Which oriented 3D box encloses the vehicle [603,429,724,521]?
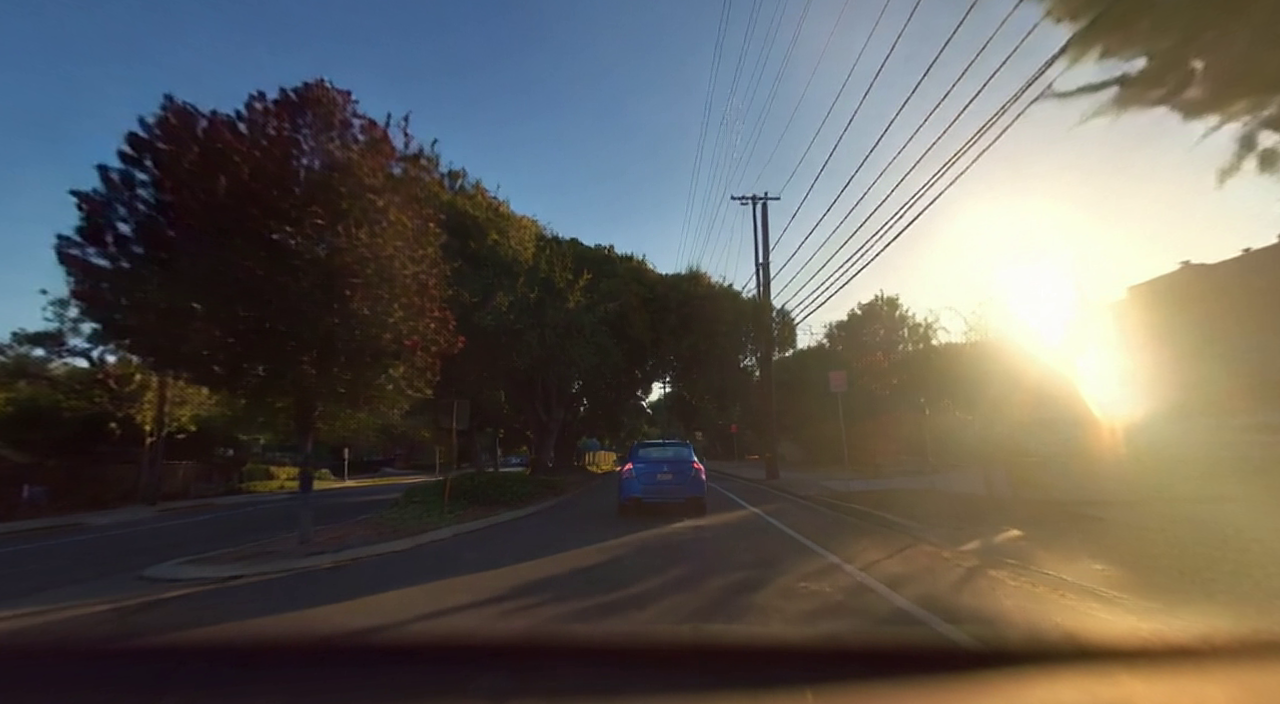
[{"bbox_3d":[0.415,2.552,13.612,2.200,1.653,4.127,0,-8,0],"label":"vehicle"}]
